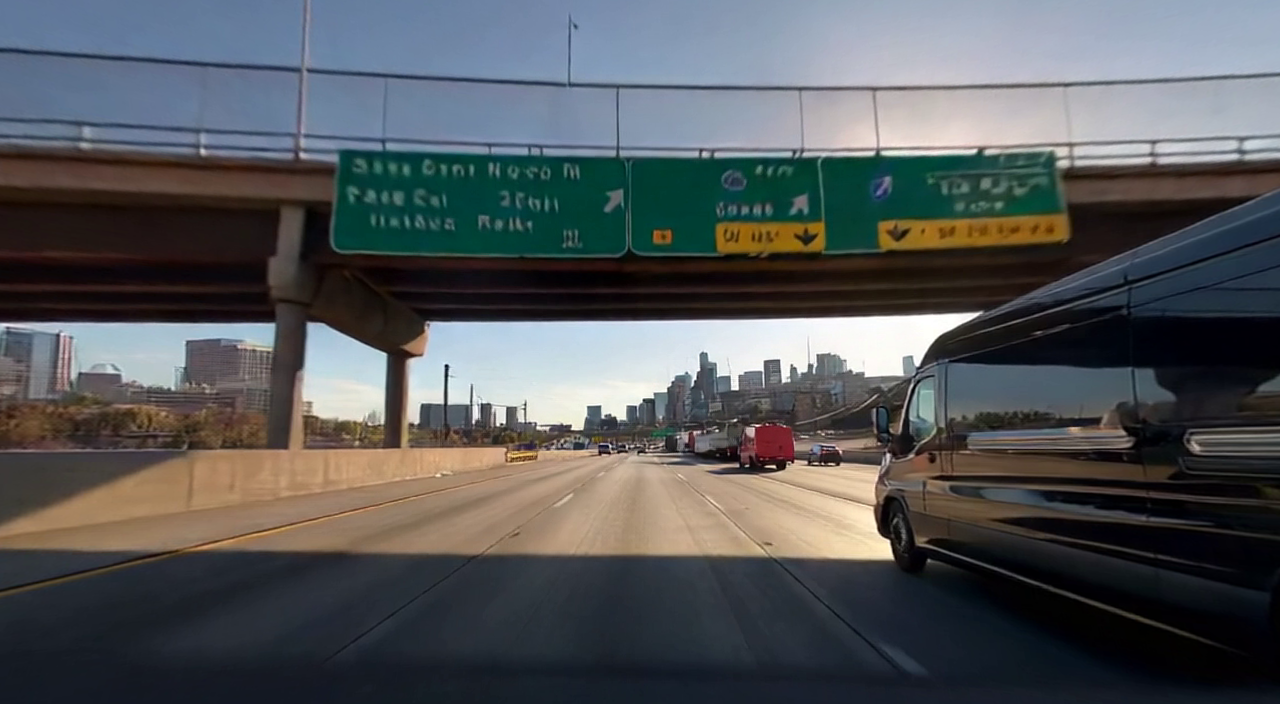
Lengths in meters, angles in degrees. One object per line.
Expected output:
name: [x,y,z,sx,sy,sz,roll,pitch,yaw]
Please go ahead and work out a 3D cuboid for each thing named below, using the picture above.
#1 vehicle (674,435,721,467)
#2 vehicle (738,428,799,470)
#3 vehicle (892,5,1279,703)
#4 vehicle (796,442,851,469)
vehicle: [3.624,6.439,41.202,2.464,1.961,5.520,0,-8,-1]
vehicle: [7.287,5.586,36.446,2.301,2.203,5.419,0,-8,-1]
vehicle: [3.320,0.160,1.474,2.436,2.745,7.034,0,-8,-1]
vehicle: [10.834,6.194,37.689,1.976,1.474,4.779,0,-9,2]
